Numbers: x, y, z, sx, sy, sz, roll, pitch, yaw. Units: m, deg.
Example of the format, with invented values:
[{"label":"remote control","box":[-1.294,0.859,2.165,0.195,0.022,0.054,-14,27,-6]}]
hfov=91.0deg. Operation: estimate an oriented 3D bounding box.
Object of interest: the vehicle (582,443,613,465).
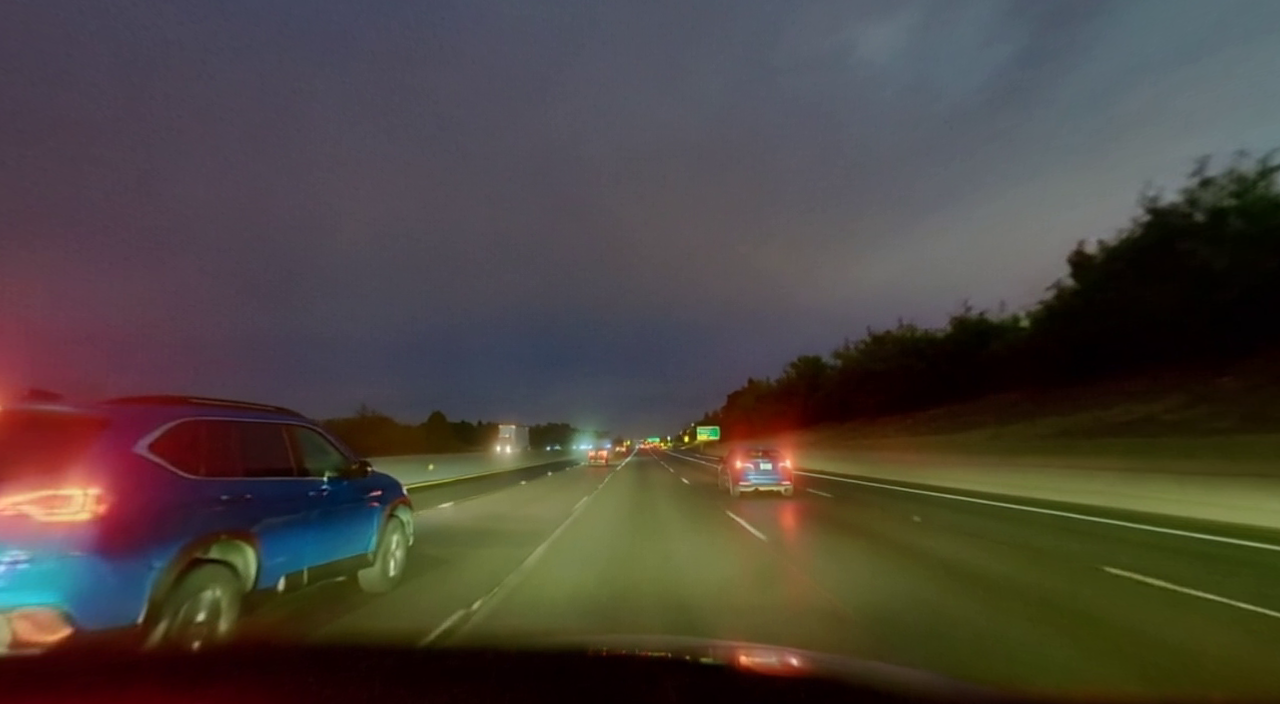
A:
[{"label":"vehicle","box":[-3.160,7.748,47.789,2.030,1.563,4.389,0,-9,0]}]

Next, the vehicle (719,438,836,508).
[{"label":"vehicle","box":[3.255,2.959,15.860,1.979,1.486,4.125,0,-9,-1]}]

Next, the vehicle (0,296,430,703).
[{"label":"vehicle","box":[-3.156,0.974,3.894,2.137,1.756,4.453,0,-8,0]}]
